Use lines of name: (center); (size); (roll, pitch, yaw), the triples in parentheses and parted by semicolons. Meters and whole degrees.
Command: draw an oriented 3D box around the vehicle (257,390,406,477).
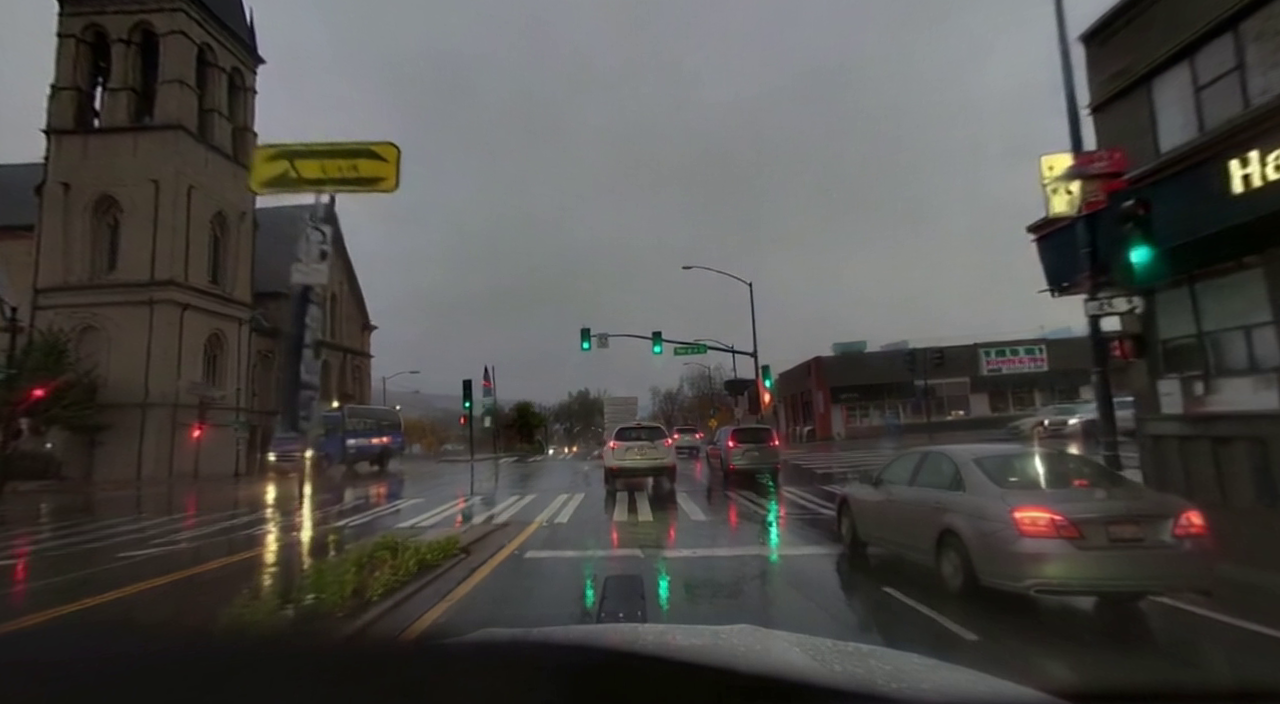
vehicle: (-15.157, 4.213, 32.154); (3.126, 3.773, 8.662); (0, -8, 0)

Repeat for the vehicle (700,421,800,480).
vehicle: (3.022, 2.812, 18.261); (1.890, 1.491, 4.166); (1, -8, -4)

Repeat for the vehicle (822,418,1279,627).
vehicle: (3.610, 1.539, 6.794); (1.883, 1.472, 4.471); (0, -8, -1)

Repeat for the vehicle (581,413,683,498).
vehicle: (-0.290, 2.504, 15.572); (2.168, 1.776, 4.135); (0, -8, -3)
